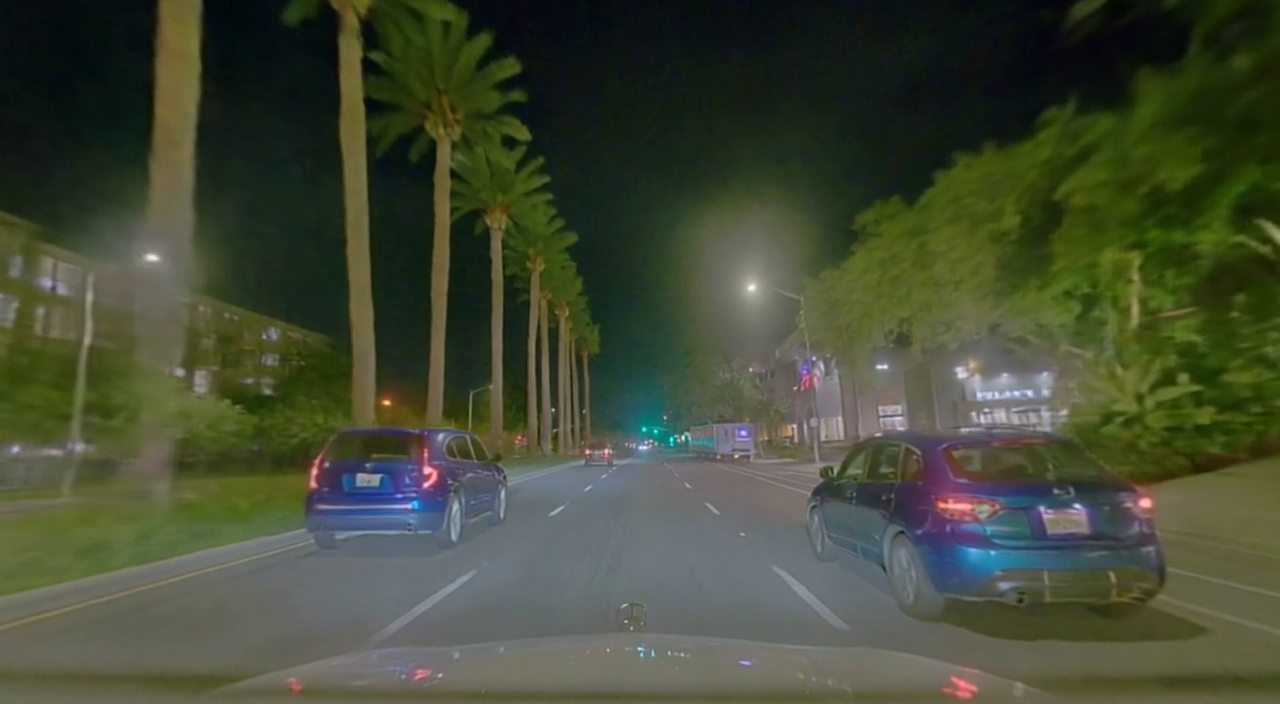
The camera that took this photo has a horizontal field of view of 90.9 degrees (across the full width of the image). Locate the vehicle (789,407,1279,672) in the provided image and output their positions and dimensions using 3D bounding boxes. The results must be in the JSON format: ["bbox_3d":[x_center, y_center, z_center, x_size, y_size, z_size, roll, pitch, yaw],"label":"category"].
[{"bbox_3d":[2.861,1.392,5.784,1.946,1.513,4.133,0,-8,0],"label":"vehicle"}]

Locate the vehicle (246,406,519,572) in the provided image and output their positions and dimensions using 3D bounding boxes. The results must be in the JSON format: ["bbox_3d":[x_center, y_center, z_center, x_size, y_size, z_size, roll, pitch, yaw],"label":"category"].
[{"bbox_3d":[-3.250,1.825,9.164,2.058,1.804,4.391,0,-8,1],"label":"vehicle"}]

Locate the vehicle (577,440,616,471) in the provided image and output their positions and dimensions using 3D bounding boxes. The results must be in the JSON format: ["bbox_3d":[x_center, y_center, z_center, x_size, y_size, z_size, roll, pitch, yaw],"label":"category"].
[{"bbox_3d":[-2.589,6.322,38.673,1.998,1.743,4.402,0,-8,1],"label":"vehicle"}]
